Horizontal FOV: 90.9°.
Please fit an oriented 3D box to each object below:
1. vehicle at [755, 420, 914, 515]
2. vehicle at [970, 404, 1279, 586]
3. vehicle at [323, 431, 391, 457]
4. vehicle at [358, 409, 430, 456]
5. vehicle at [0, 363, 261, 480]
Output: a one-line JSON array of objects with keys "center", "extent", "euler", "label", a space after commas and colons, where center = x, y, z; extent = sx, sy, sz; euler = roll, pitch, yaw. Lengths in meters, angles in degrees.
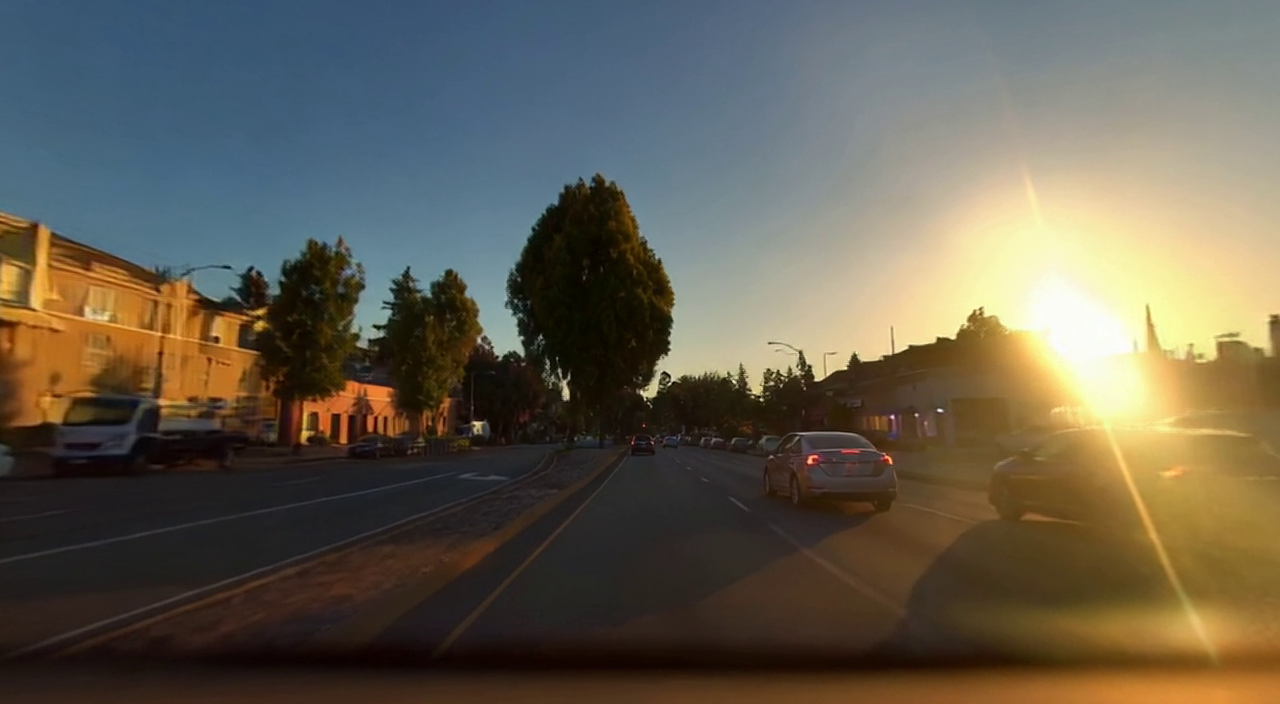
[{"center": [3.796, 2.332, 13.161], "extent": [2.072, 1.669, 3.836], "euler": [0, -8, 0], "label": "vehicle"}, {"center": [6.843, 1.731, 8.538], "extent": [2.134, 1.738, 4.833], "euler": [0, -8, 0], "label": "vehicle"}, {"center": [-18.646, 6.108, 41.873], "extent": [2.015, 1.647, 5.085], "euler": [0, -8, 2], "label": "vehicle"}, {"center": [-18.619, 6.210, 48.138], "extent": [2.811, 3.326, 6.083], "euler": [0, -8, 2], "label": "vehicle"}, {"center": [-18.705, 2.790, 23.642], "extent": [2.935, 3.431, 9.380], "euler": [-2, -9, 2], "label": "vehicle"}]
